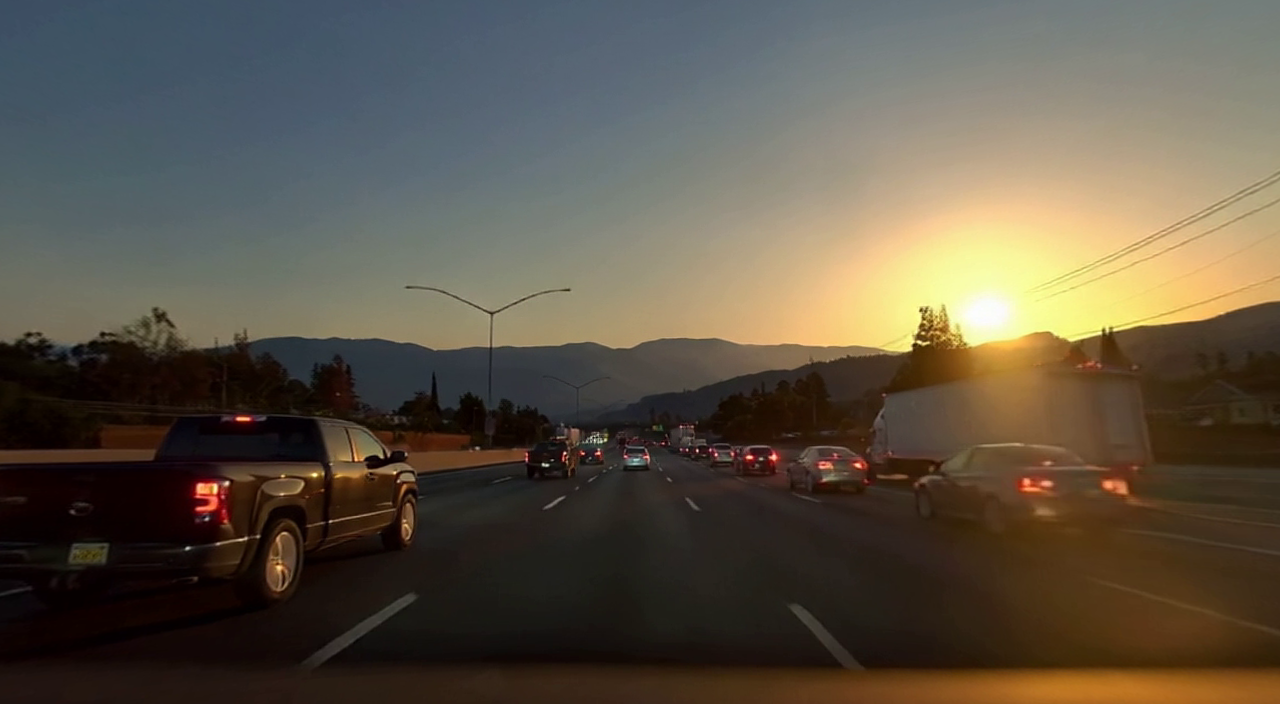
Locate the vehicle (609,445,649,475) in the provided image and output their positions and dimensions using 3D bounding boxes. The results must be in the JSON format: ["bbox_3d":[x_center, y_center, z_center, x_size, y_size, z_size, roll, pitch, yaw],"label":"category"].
[{"bbox_3d":[-0.586,5.913,34.651,2.060,1.508,4.308,0,-9,0],"label":"vehicle"}]

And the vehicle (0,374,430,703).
[{"bbox_3d":[-3.678,1.286,5.486,2.127,1.705,4.374,0,-9,1],"label":"vehicle"}]

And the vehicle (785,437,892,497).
[{"bbox_3d":[6.004,3.522,19.601,1.989,1.642,4.082,0,-9,0],"label":"vehicle"}]

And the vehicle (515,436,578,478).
[{"bbox_3d":[-4.323,4.940,29.912,2.147,1.825,4.602,0,-9,1],"label":"vehicle"}]

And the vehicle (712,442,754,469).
[{"bbox_3d":[6.393,7.152,43.768,2.086,1.783,4.868,0,-9,-1],"label":"vehicle"}]

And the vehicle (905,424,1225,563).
[{"bbox_3d":[5.836,1.961,9.479,1.956,1.576,4.211,0,-9,2],"label":"vehicle"}]

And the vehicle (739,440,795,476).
[{"bbox_3d":[6.384,5.377,32.144,1.977,1.705,4.078,0,-9,0],"label":"vehicle"}]
